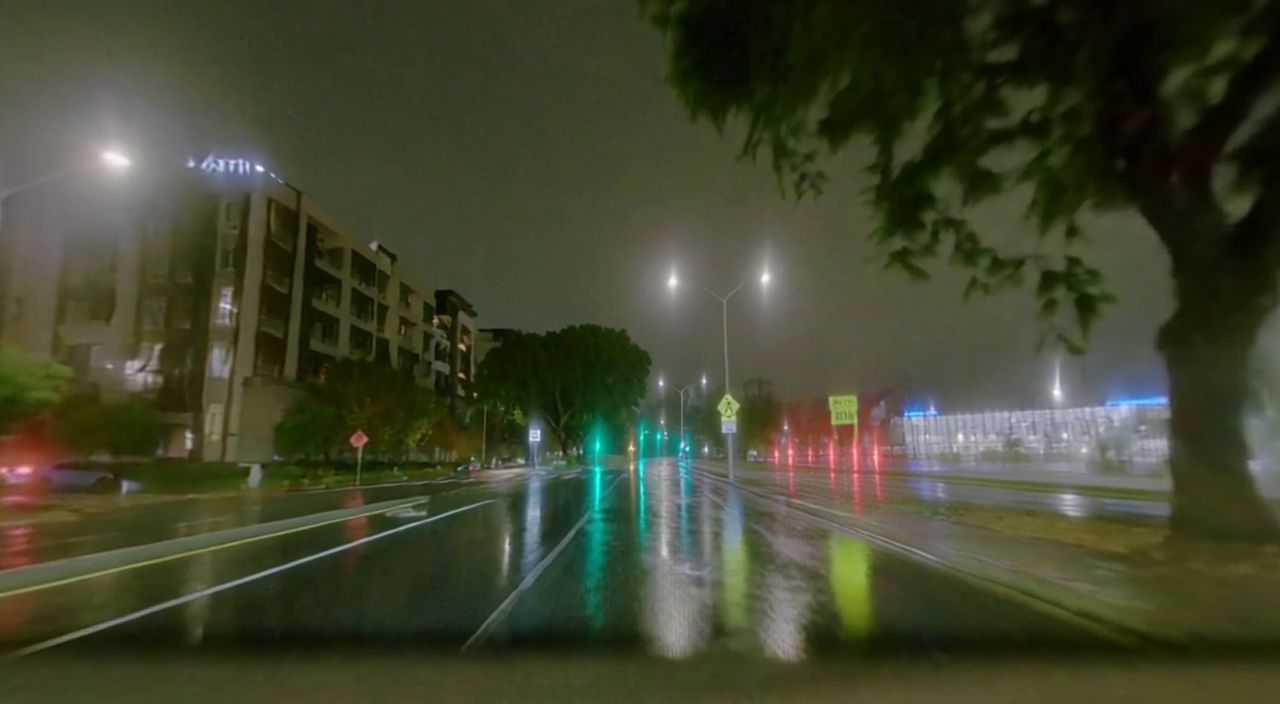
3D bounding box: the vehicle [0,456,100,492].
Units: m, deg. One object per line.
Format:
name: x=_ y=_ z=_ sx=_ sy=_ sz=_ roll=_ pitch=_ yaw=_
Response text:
vehicle: x=-29.340 y=5.864 z=30.157 sx=4.899 sy=1.535 sz=1.926 roll=-1 pitch=-10 yaw=-6
